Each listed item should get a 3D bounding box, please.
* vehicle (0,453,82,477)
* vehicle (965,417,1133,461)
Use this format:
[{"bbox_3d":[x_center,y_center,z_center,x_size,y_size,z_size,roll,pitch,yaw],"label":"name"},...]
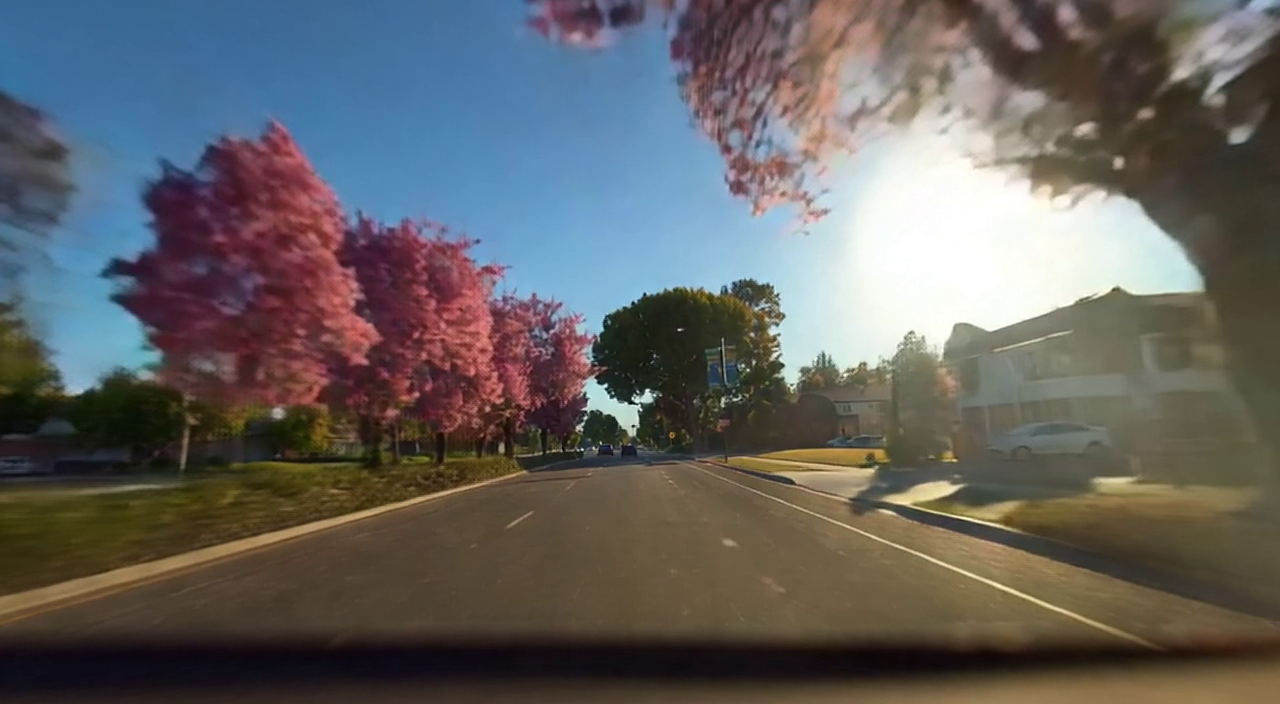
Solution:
[{"bbox_3d":[-45.906,8.583,48.225,4.530,1.734,2.066,0,-8,-2],"label":"vehicle"},{"bbox_3d":[15.185,3.266,23.664,4.877,1.592,1.913,0,-8,2],"label":"vehicle"}]
